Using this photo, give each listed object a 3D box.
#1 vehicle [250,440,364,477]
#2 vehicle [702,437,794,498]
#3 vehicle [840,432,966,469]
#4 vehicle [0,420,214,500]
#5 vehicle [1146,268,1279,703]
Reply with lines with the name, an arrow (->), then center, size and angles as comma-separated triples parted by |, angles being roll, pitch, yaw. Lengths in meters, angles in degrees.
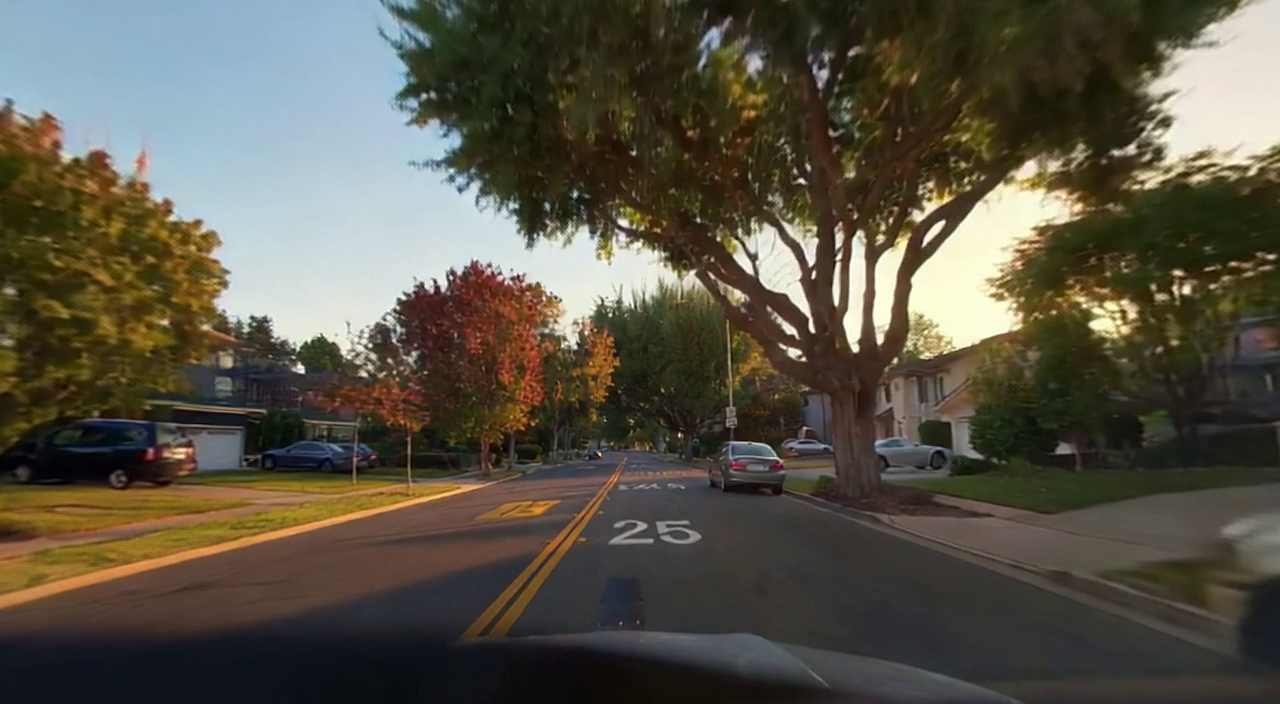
vehicle -> -16.135, 5.182, 30.806 | 4.331, 1.738, 2.067 | 0, -9, 1
vehicle -> 3.148, 3.470, 19.448 | 1.988, 1.618, 4.567 | 0, -8, -1
vehicle -> 11.284, 4.278, 27.375 | 4.472, 1.481, 2.143 | -1, -8, 0
vehicle -> -14.405, 2.942, 17.541 | 1.933, 1.837, 4.670 | -2, -8, -1
vehicle -> 3.109, 0.316, 0.355 | 2.007, 1.702, 4.430 | -1, -8, 1
